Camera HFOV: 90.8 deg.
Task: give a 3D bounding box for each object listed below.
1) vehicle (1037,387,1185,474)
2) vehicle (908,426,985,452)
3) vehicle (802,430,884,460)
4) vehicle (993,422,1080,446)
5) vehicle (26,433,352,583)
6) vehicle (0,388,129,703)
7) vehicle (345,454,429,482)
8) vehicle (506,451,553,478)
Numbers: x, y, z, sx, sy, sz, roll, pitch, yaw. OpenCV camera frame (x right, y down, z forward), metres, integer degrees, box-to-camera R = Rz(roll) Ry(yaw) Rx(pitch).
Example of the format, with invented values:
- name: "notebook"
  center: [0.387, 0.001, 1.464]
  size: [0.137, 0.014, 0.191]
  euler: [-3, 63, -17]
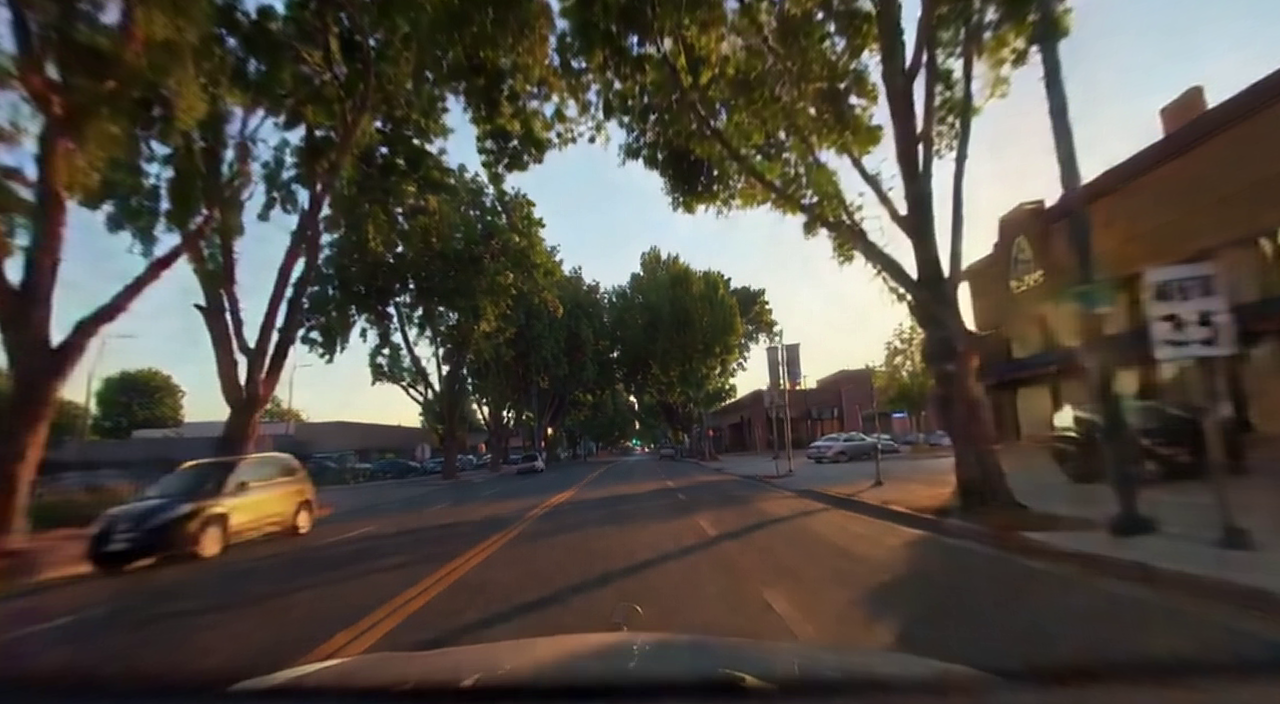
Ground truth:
- name: "vehicle"
  center: [11.378, 1.922, 15.089]
  size: [2.124, 1.711, 5.059]
  euler: [-8, -12, 42]
- name: "vehicle"
  center: [21.795, 6.219, 45.060]
  size: [4.442, 1.451, 1.945]
  euler: [-12, -12, 42]
- name: "vehicle"
  center: [11.028, 5.028, 34.182]
  size: [4.587, 1.504, 1.928]
  euler: [6, -11, -39]
- name: "vehicle"
  center: [25.888, 5.420, 41.310]
  size: [4.413, 1.435, 1.765]
  euler: [-9, -12, 44]
- name: "vehicle"
  center: [-6.955, 2.388, 10.631]
  size: [2.027, 1.909, 4.696]
  euler: [0, -9, -1]
- name: "vehicle"
  center: [-4.069, 0.811, 1.306]
  size: [2.103, 1.750, 4.660]
  euler: [0, -9, 0]
- name: "vehicle"
  center: [-16.554, 7.614, 41.520]
  size: [4.650, 1.700, 1.915]
  euler: [0, -9, -1]
- name: "vehicle"
  center: [-6.649, 6.789, 38.383]
  size: [1.962, 1.478, 4.639]
  euler: [-1, -9, 1]
